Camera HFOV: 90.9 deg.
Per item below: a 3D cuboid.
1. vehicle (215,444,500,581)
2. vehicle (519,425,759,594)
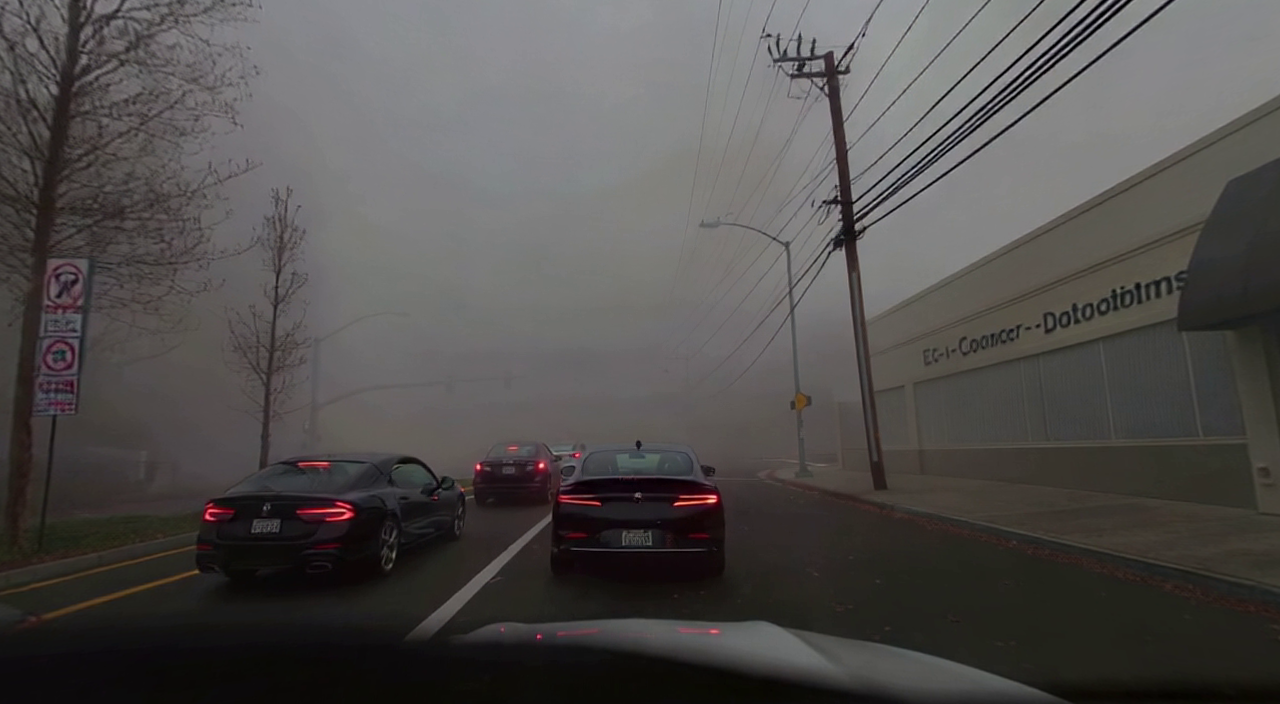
[{"bbox_3d":[-3.212,1.871,8.206,1.765,1.319,4.013,0,-9,2],"label":"vehicle"},{"bbox_3d":[-0.016,1.683,7.577,2.101,1.469,3.955,0,-9,0],"label":"vehicle"}]
